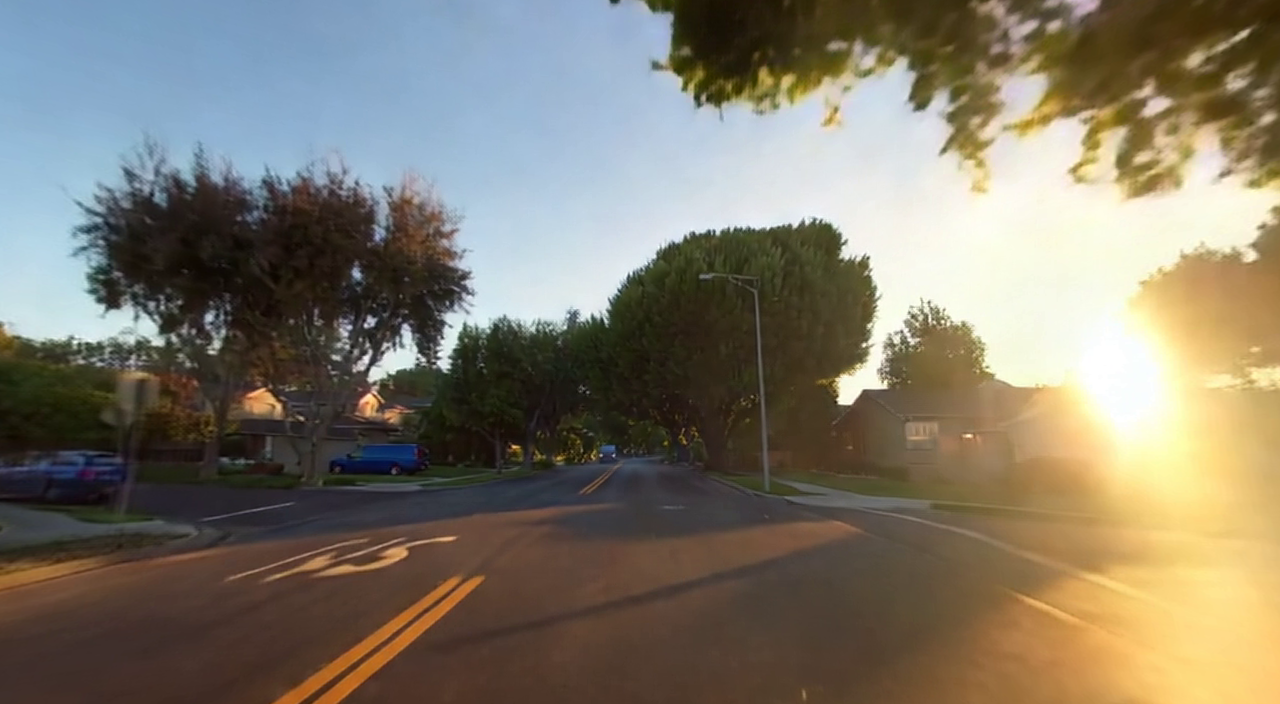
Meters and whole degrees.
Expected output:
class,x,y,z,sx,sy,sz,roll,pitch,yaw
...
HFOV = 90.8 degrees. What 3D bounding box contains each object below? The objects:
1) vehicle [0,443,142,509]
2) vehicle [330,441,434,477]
class,x,y,z,sx,sy,sz,roll,pitch,yaw
vehicle,-17.670,3.665,19.143,4.876,1.763,2.016,-4,-10,27
vehicle,-14.041,5.842,34.708,2.145,1.839,4.837,-6,-10,33
